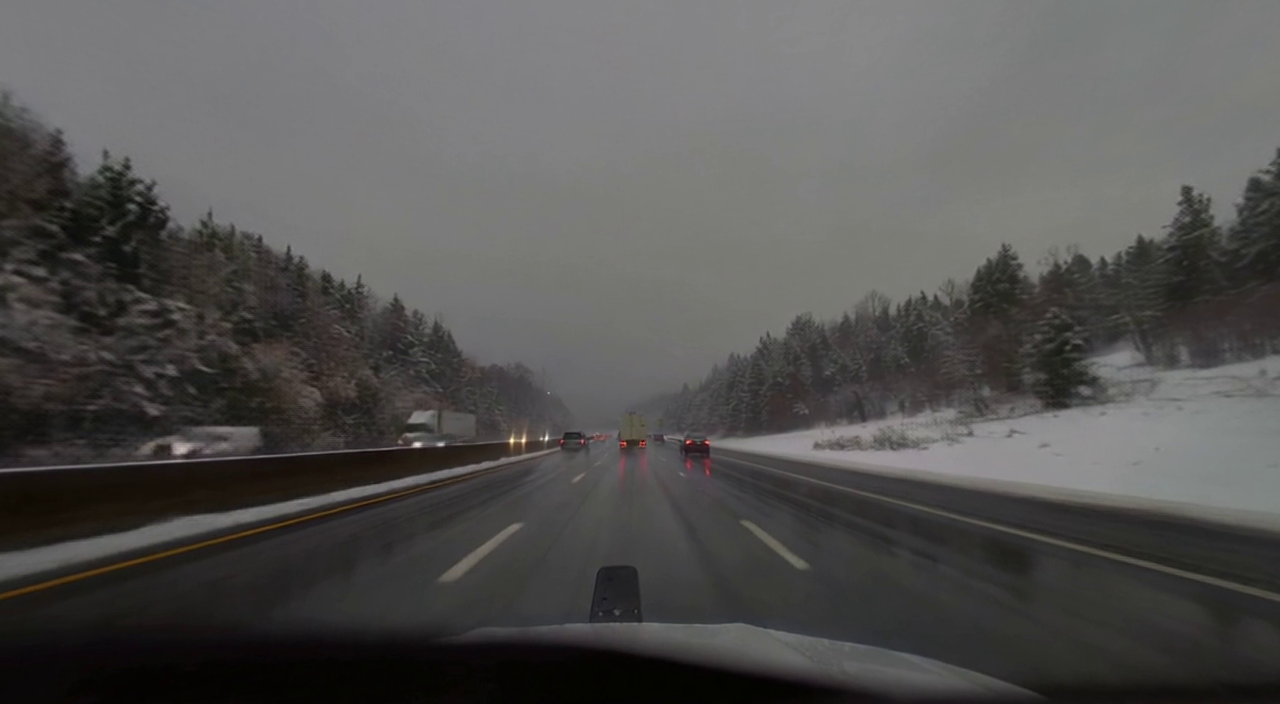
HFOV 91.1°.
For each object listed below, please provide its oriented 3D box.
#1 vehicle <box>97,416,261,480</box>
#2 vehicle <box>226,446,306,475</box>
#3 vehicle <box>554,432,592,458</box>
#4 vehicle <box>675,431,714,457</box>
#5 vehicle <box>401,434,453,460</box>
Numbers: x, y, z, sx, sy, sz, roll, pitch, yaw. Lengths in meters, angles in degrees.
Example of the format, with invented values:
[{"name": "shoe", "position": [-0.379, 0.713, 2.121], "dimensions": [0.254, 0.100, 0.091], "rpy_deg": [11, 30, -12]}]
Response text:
[{"name": "vehicle", "position": [-19.401, 4.064, 27.033], "dimensions": [2.309, 2.387, 6.225], "rpy_deg": [0, -8, 0]}, {"name": "vehicle", "position": [-19.230, 5.574, 32.514], "dimensions": [1.861, 1.335, 3.578], "rpy_deg": [0, -8, 1]}, {"name": "vehicle", "position": [-4.146, 5.840, 39.536], "dimensions": [2.027, 1.501, 3.920], "rpy_deg": [0, -8, -1]}, {"name": "vehicle", "position": [3.312, 5.685, 38.815], "dimensions": [1.882, 1.492, 3.958], "rpy_deg": [0, -8, -2]}, {"name": "vehicle", "position": [-13.099, 5.838, 38.950], "dimensions": [1.824, 1.492, 3.954], "rpy_deg": [0, -8, 0]}]
